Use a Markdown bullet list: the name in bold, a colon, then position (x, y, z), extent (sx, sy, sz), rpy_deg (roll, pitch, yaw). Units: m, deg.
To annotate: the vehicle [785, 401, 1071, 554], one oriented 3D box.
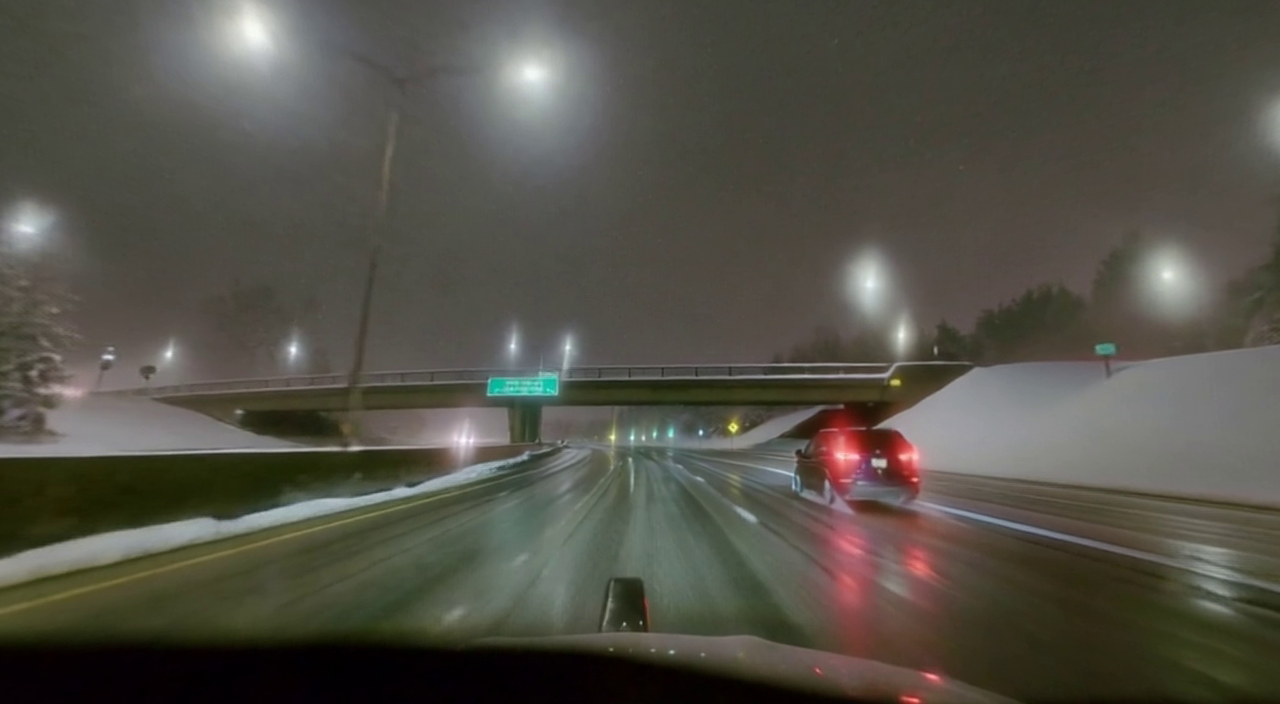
- **vehicle**: position (3.785, 1.748, 9.533), extent (2.039, 1.701, 4.834), rpy_deg (0, -8, 0)
